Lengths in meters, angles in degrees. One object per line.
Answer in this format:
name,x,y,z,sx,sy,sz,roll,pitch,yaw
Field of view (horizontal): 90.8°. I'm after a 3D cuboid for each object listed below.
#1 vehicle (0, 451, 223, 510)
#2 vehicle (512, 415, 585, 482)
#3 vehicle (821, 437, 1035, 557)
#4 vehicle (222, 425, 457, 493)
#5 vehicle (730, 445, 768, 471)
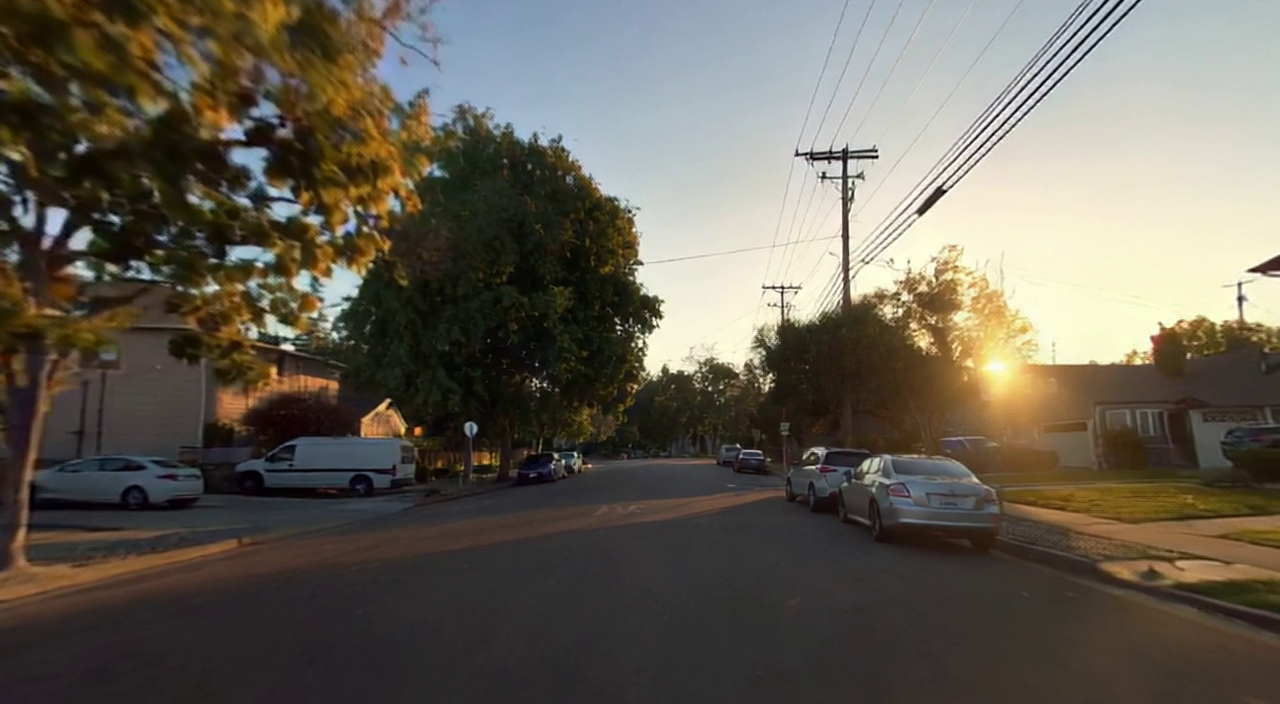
vehicle,-13.982,3.372,16.840,4.481,1.420,1.712,0,-9,1
vehicle,-4.289,4.711,30.816,2.199,2.902,5.848,0,-9,5
vehicle,4.153,2.102,9.871,1.845,1.453,3.792,0,-9,6
vehicle,-9.630,3.468,20.654,6.488,2.009,2.354,0,-9,4
vehicle,6.281,6.139,36.749,1.743,1.440,3.732,0,-9,2
